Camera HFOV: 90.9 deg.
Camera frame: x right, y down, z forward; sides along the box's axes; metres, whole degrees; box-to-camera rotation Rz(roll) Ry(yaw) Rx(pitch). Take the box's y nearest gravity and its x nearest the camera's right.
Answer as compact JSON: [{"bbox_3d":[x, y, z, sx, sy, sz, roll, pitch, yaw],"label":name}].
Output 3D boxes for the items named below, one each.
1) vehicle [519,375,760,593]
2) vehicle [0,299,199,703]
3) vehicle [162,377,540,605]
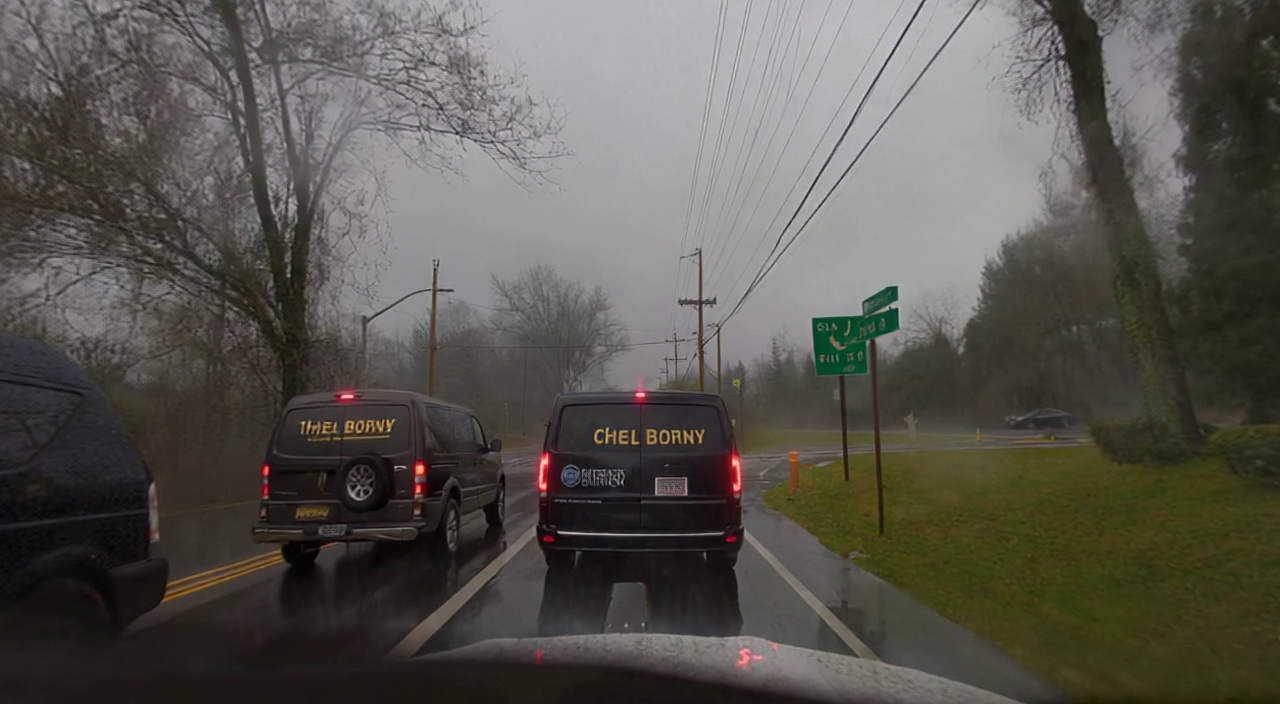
[{"bbox_3d":[0.102,1.462,7.691,2.117,1.911,4.095,-1,-8,3],"label":"vehicle"},{"bbox_3d":[-3.106,0.492,0.240,2.160,1.796,4.997,0,-8,1],"label":"vehicle"},{"bbox_3d":[-2.761,1.483,7.613,2.109,1.851,4.749,-1,-8,3],"label":"vehicle"}]
